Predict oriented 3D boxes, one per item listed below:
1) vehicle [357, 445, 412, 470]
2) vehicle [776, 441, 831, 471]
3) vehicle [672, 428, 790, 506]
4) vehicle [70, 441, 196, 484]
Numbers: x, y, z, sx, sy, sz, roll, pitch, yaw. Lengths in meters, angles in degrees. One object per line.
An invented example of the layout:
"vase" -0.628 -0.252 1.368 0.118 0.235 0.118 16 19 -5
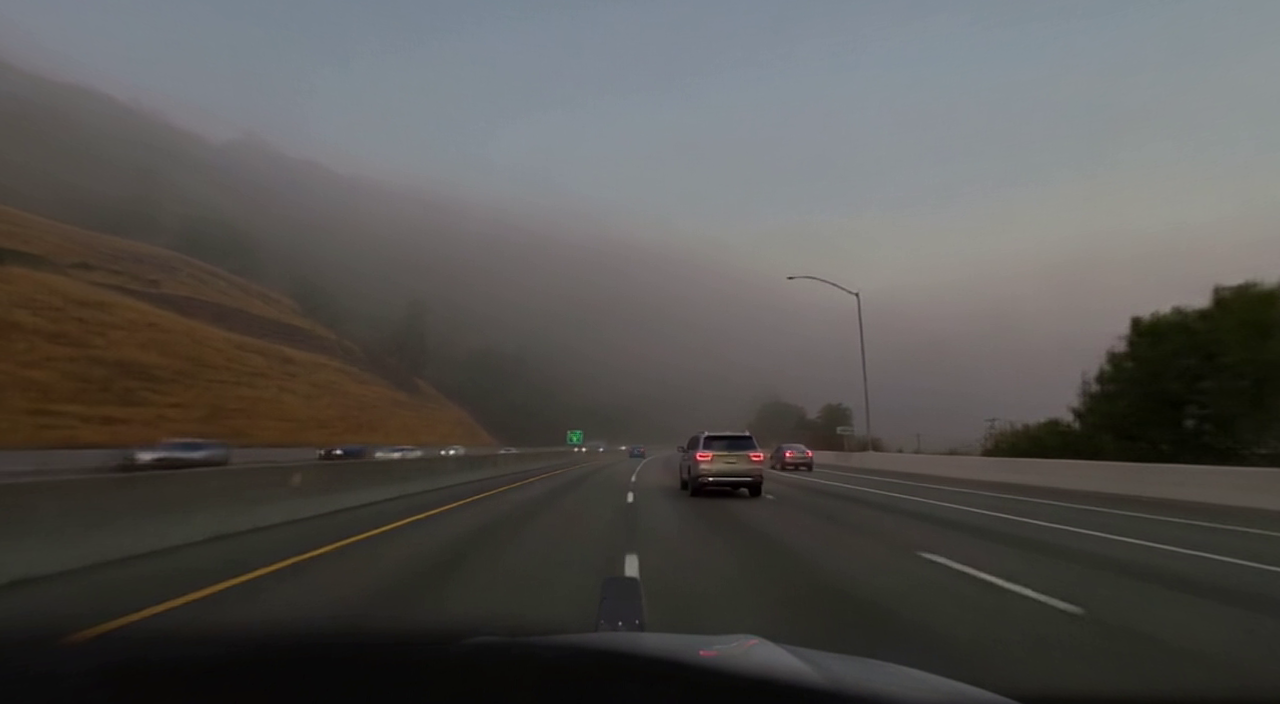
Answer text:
"vehicle" -19.536 8.026 48.289 2.085 1.789 4.669 0 -8 2
"vehicle" 9.909 6.349 38.517 2.043 1.714 4.453 0 -9 -1
"vehicle" 2.213 2.975 16.753 2.318 1.766 4.587 0 -8 -2
"vehicle" -23.614 5.132 29.577 1.972 1.860 4.592 0 -9 1
